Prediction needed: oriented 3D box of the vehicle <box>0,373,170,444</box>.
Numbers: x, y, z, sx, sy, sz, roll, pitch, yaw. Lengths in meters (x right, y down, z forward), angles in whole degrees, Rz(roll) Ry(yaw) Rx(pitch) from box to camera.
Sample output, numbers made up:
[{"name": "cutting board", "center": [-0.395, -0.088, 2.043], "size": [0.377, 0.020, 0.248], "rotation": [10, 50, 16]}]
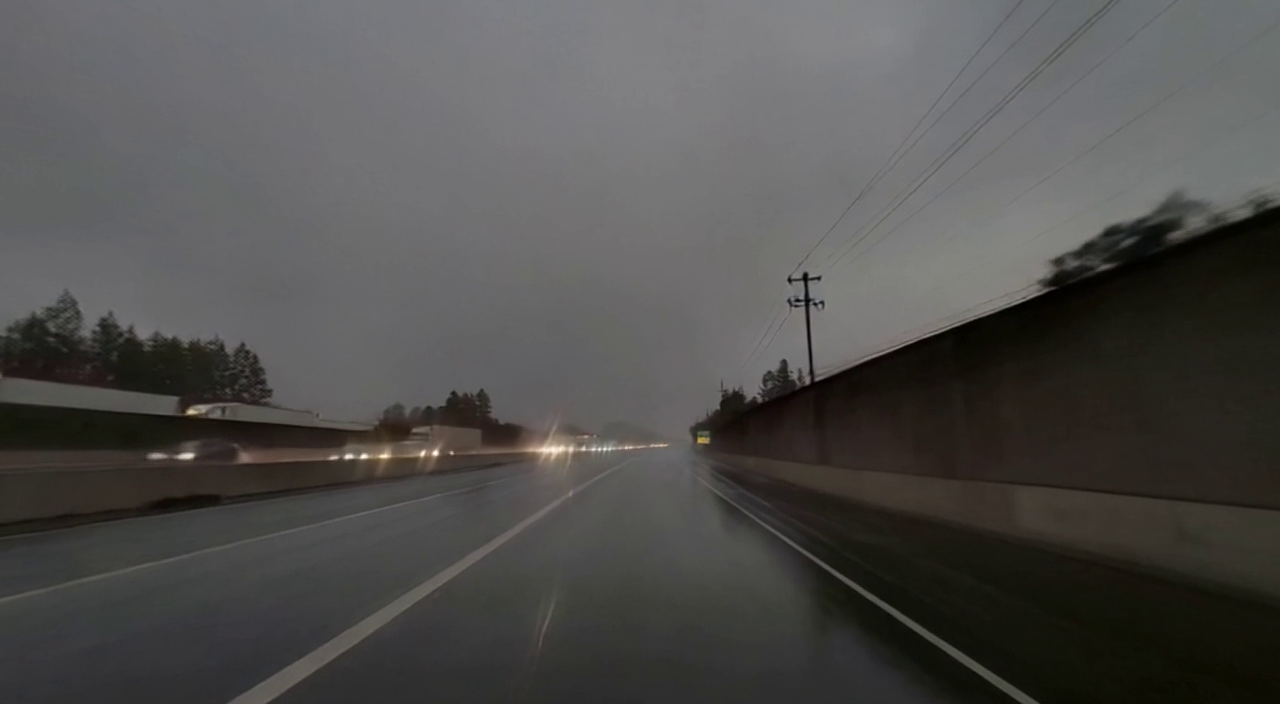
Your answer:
[{"name": "vehicle", "center": [-42.086, 4.443, 46.079], "size": [2.772, 3.914, 15.512], "rotation": [-4, -10, 3]}]
